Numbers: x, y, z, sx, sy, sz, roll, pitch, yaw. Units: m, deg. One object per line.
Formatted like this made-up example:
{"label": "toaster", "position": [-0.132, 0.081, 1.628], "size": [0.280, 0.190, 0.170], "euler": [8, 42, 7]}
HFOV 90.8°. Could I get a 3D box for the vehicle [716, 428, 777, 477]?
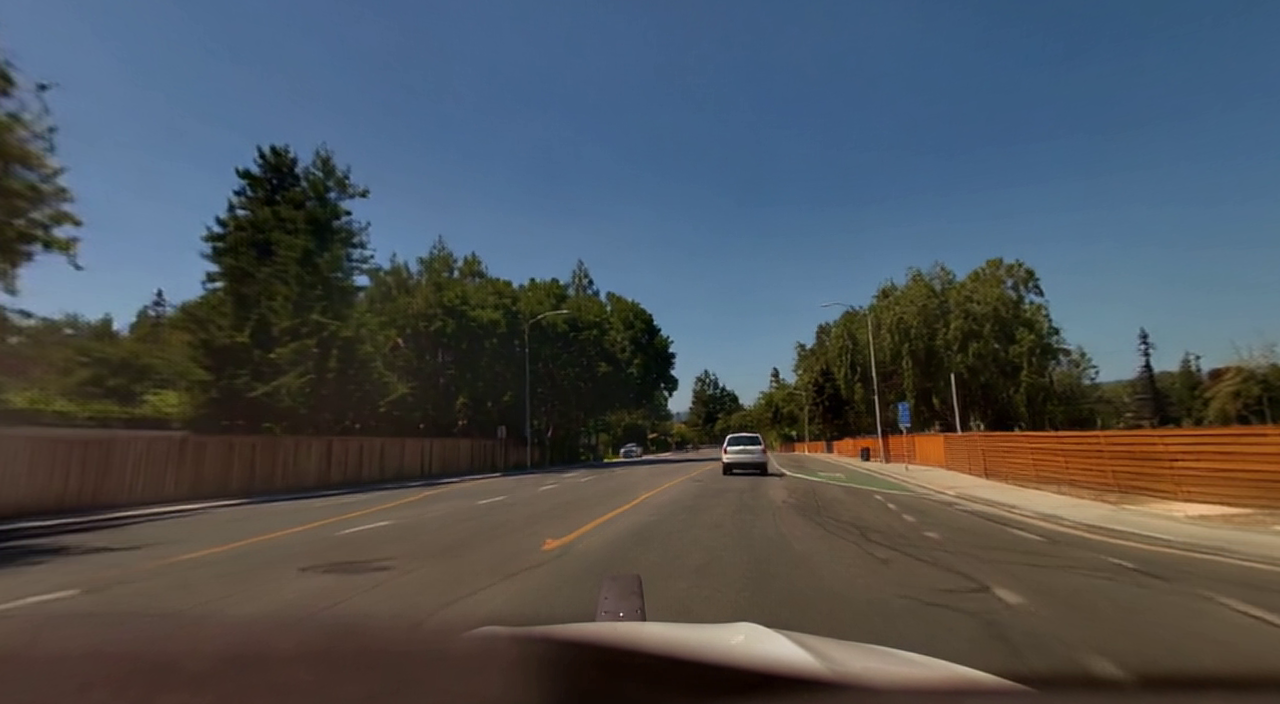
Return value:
{"label": "vehicle", "position": [4.394, 4.110, 26.048], "size": [2.230, 1.827, 4.580], "euler": [-1, -8, 10]}
